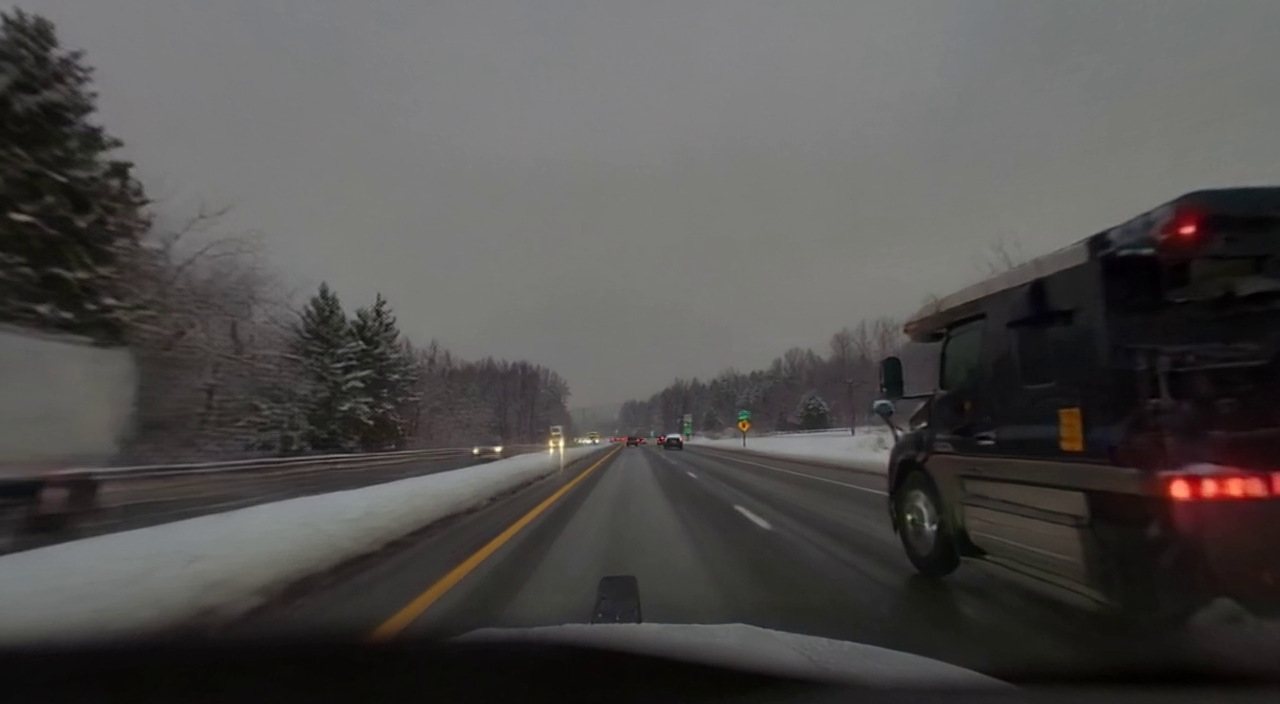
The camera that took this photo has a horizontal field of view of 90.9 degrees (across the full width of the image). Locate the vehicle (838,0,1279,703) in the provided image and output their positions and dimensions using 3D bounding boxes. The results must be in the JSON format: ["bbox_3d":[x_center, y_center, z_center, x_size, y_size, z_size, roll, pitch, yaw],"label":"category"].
[{"bbox_3d":[3.885,0.035,4.029,2.999,4.013,6.296,0,-8,-1],"label":"vehicle"}]

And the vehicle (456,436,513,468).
[{"bbox_3d":[-8.279,5.343,33.904,1.977,1.456,4.489,-3,-8,-1],"label":"vehicle"}]

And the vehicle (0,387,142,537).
[{"bbox_3d":[-12.221,2.066,12.029,2.213,2.581,3.799,0,-8,-1],"label":"vehicle"}]
